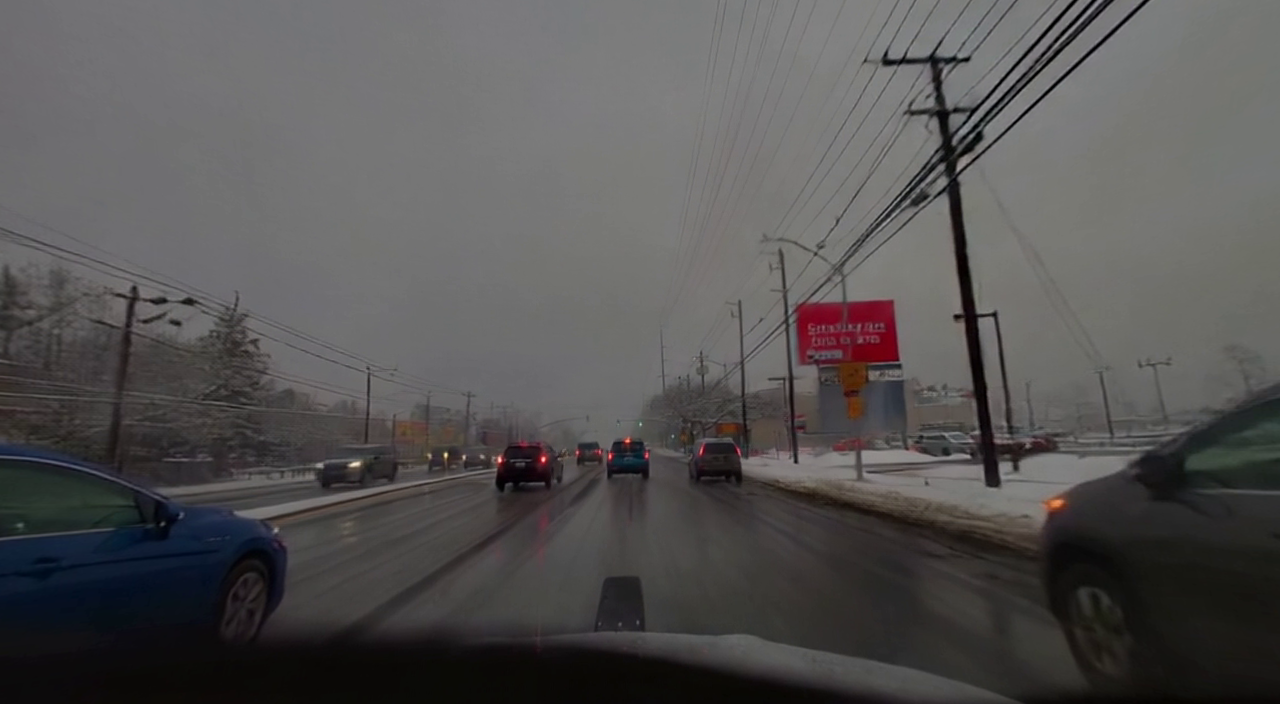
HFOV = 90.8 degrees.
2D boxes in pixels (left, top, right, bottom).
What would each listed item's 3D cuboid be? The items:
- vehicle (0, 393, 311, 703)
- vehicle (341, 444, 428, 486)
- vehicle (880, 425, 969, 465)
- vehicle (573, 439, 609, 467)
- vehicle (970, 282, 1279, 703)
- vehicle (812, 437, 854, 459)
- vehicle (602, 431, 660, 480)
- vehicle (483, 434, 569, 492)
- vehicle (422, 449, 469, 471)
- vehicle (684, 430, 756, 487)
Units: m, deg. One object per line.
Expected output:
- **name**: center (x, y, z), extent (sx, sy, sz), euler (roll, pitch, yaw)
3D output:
- **vehicle**: center (-3.291, 0.885, 2.097), extent (2.022, 1.498, 4.471), euler (0, -8, -1)
- **vehicle**: center (-11.039, 4.883, 27.685), extent (2.020, 1.633, 4.462), euler (0, -8, -2)
- **vehicle**: center (16.114, 5.336, 36.237), extent (2.409, 1.981, 5.809), euler (-2, -9, 0)
- **vehicle**: center (-3.684, 7.731, 48.596), extent (2.405, 2.009, 5.909), euler (0, -8, -1)
- **vehicle**: center (3.457, 0.638, 1.829), extent (2.282, 1.897, 4.915), euler (0, -8, -1)
- **vehicle**: center (14.733, 7.292, 48.133), extent (1.990, 1.597, 4.475), euler (-5, -9, 30)
- **vehicle**: center (-0.435, 4.492, 27.722), extent (2.326, 1.925, 4.253), euler (0, -8, -2)
- **vehicle**: center (-3.536, 3.521, 20.405), extent (2.051, 1.671, 3.861), euler (0, -8, 0)
- **vehicle**: center (-15.181, 8.446, 49.714), extent (2.258, 1.586, 4.820), euler (0, -8, -1)
- **vehicle**: center (2.844, 3.880, 23.469), extent (2.026, 1.904, 4.102), euler (0, -8, -1)
